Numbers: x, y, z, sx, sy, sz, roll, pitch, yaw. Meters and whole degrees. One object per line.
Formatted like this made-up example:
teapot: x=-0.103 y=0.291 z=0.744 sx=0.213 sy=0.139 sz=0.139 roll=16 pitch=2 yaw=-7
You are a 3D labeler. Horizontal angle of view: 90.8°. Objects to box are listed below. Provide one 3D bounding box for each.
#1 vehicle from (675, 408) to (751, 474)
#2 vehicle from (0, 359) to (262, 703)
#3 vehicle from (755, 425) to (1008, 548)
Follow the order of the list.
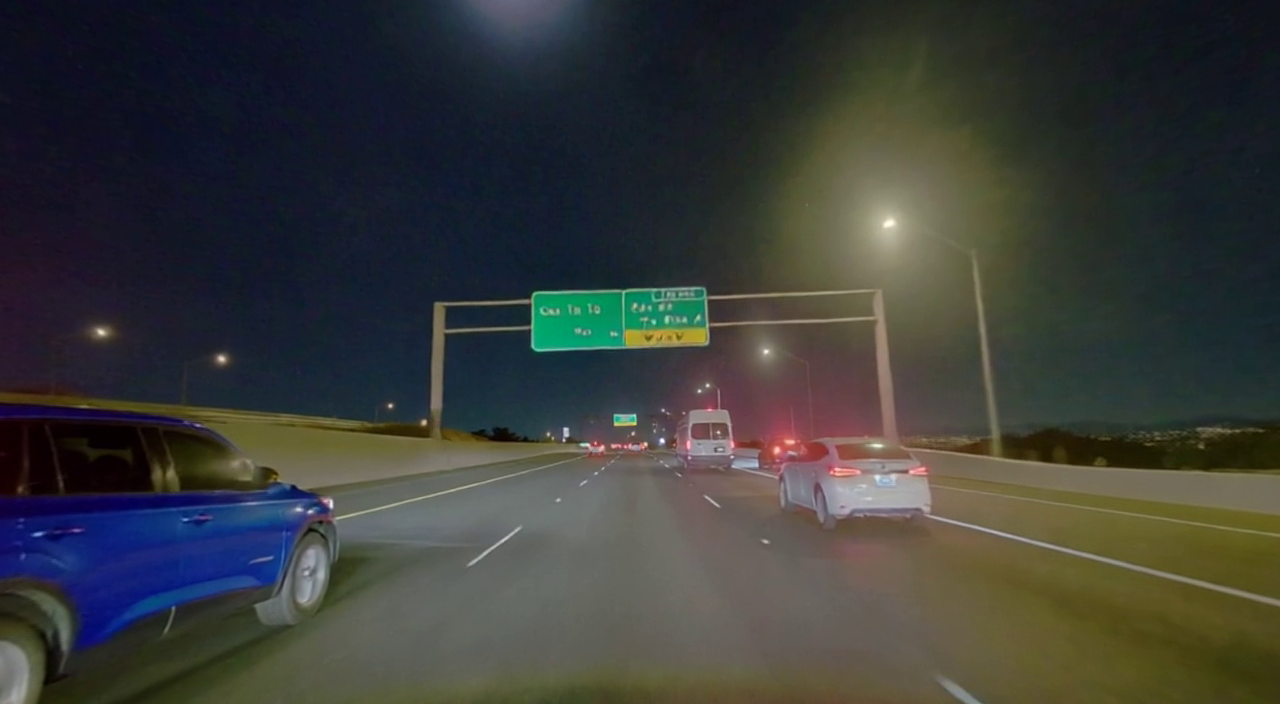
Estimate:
vehicle: x=3.239 y=4.195 z=29.674 sx=2.629 sy=2.718 sz=6.740 roll=0 pitch=-8 yaw=-1
vehicle: x=-3.959 y=0.839 z=2.760 sx=2.000 sy=1.646 sz=4.201 roll=0 pitch=-8 yaw=0
vehicle: x=3.478 y=2.054 z=10.459 sx=2.108 sy=1.509 sz=5.059 roll=0 pitch=-8 yaw=-1
